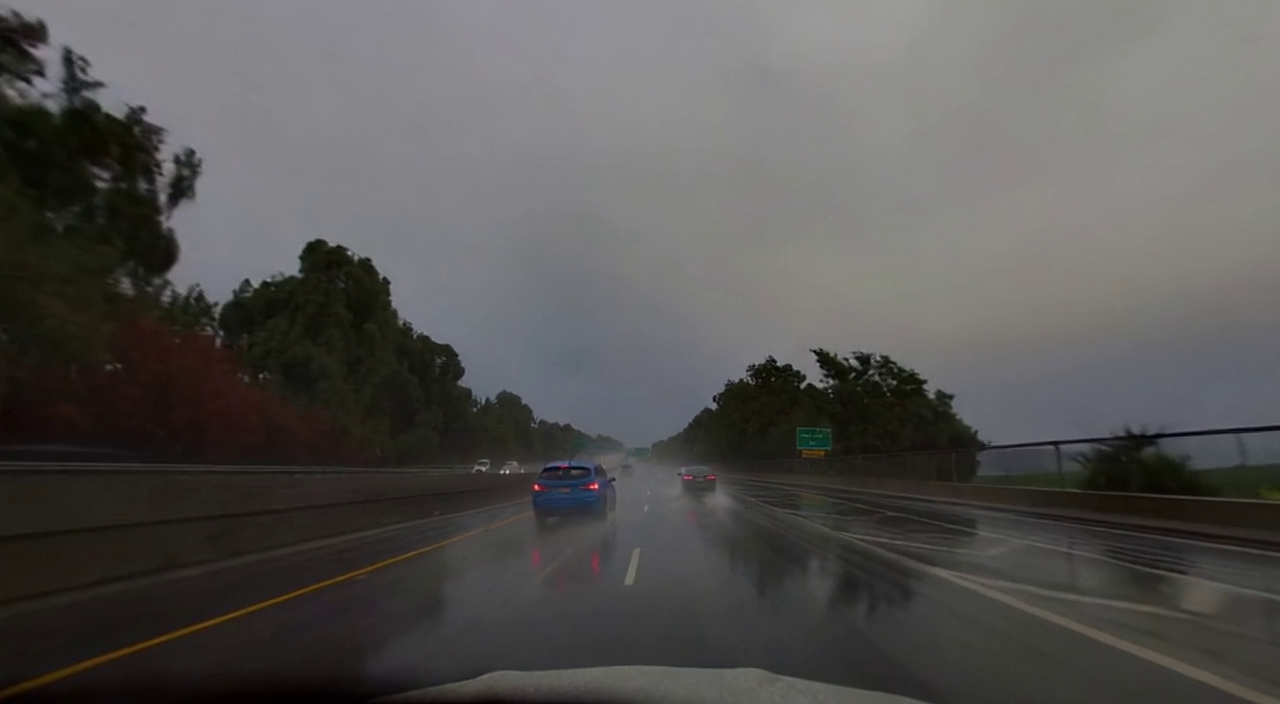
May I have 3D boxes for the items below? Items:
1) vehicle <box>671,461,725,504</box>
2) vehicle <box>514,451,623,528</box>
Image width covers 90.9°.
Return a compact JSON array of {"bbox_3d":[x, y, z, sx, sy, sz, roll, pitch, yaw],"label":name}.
[{"bbox_3d":[2.308,5.296,25.781,1.905,1.559,3.491,0,-10,0],"label":"vehicle"},{"bbox_3d":[-1.649,3.492,16.407,2.176,1.678,4.724,0,-10,1],"label":"vehicle"}]
